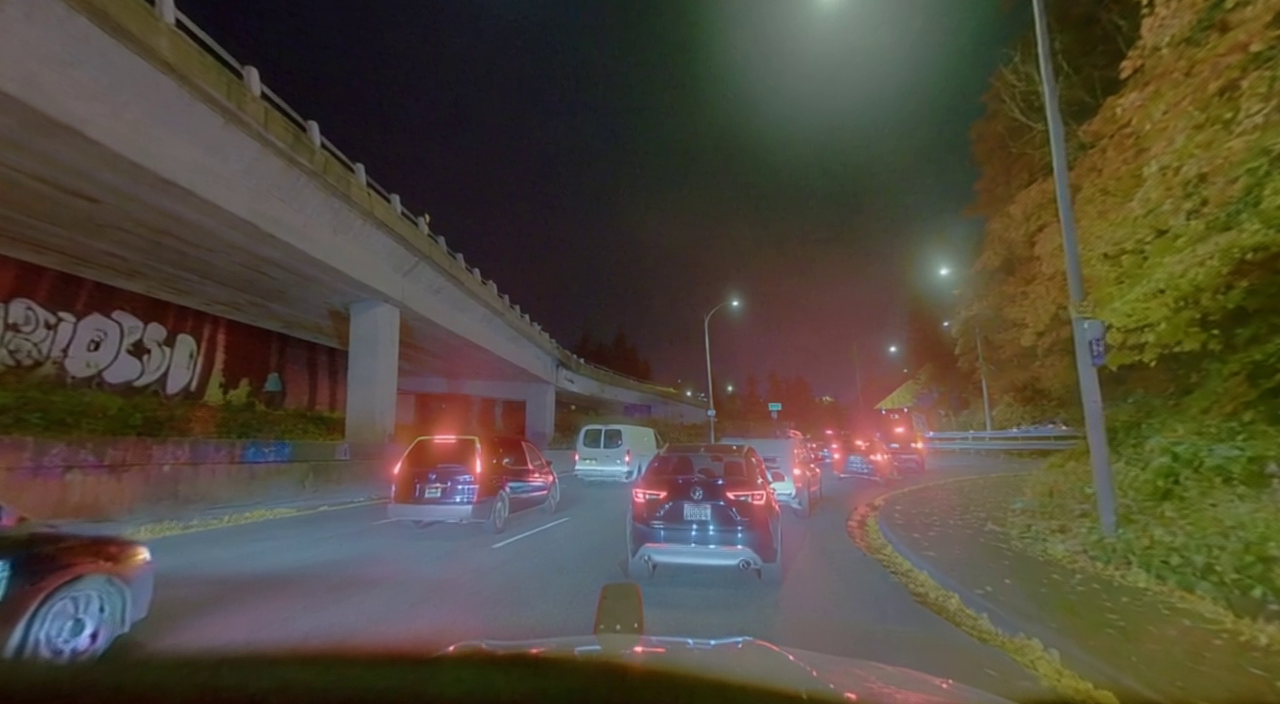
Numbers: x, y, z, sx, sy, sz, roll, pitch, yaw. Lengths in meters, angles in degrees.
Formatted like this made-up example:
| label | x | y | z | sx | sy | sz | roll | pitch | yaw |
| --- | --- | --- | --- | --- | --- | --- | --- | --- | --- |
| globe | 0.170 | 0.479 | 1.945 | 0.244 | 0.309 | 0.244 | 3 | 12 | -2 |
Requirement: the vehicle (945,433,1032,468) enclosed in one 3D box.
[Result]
| label | x | y | z | sx | sy | sz | roll | pitch | yaw |
| --- | --- | --- | --- | --- | --- | --- | --- | --- | --- |
| vehicle | 15.857 | 4.449 | 28.448 | 3.934 | 1.485 | 1.763 | 6 | -11 | -34 |

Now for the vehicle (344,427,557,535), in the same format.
| label | x | y | z | sx | sy | sz | roll | pitch | yaw |
| --- | --- | --- | --- | --- | --- | --- | --- | --- | --- |
| vehicle | -3.123 | 2.224 | 11.372 | 1.921 | 1.554 | 4.081 | -2 | -9 | 12 |

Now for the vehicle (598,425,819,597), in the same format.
| label | x | y | z | sx | sy | sz | roll | pitch | yaw |
| --- | --- | --- | --- | --- | --- | --- | --- | --- | --- |
| vehicle | 1.088 | 1.749 | 7.730 | 2.064 | 1.515 | 3.722 | -3 | -9 | 16 |

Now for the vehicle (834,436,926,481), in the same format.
| label | x | y | z | sx | sy | sz | roll | pitch | yaw |
| --- | --- | --- | --- | --- | --- | --- | --- | --- | --- |
| vehicle | 8.763 | 3.825 | 22.707 | 1.780 | 1.446 | 3.902 | -8 | -12 | 41 |
